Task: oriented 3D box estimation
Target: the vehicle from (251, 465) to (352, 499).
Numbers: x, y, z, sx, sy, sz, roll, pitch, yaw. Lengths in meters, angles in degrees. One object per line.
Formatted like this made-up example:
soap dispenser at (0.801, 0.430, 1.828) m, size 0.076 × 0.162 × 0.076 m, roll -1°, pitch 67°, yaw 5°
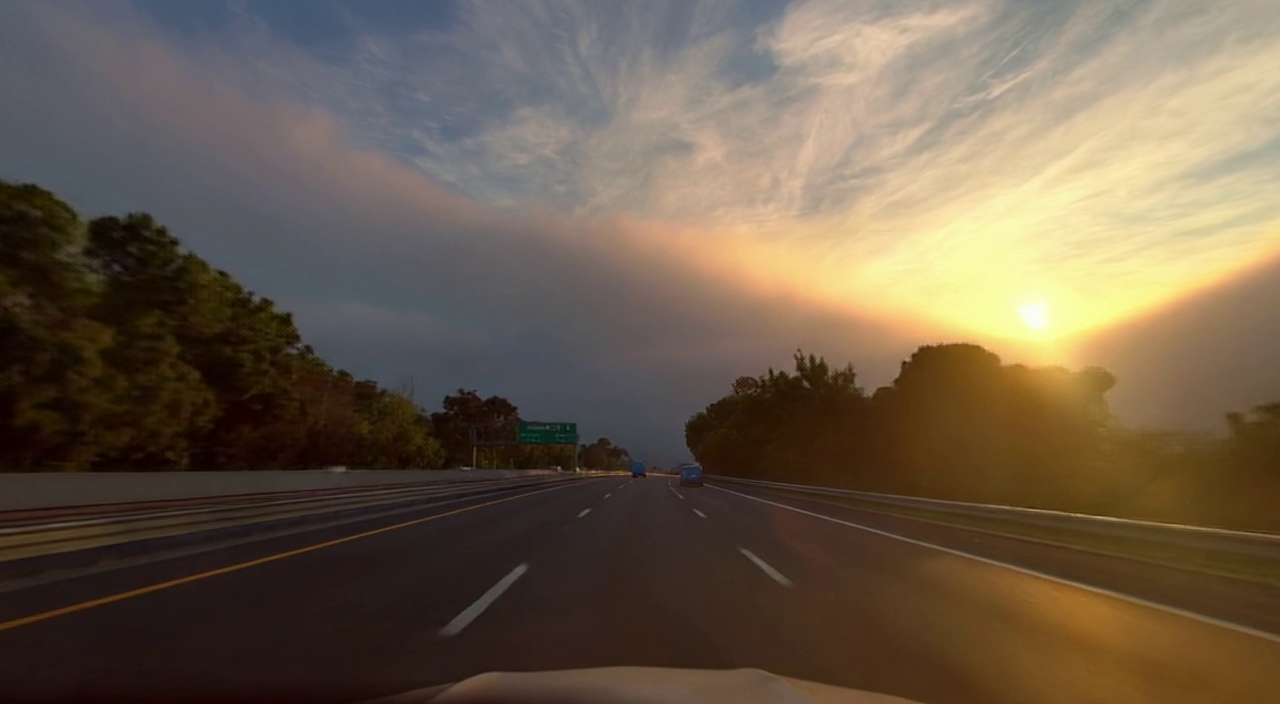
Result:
vehicle at (-16.434, 6.321, 30.961) m, size 1.944 × 1.485 × 5.189 m, roll 0°, pitch -10°, yaw 2°
